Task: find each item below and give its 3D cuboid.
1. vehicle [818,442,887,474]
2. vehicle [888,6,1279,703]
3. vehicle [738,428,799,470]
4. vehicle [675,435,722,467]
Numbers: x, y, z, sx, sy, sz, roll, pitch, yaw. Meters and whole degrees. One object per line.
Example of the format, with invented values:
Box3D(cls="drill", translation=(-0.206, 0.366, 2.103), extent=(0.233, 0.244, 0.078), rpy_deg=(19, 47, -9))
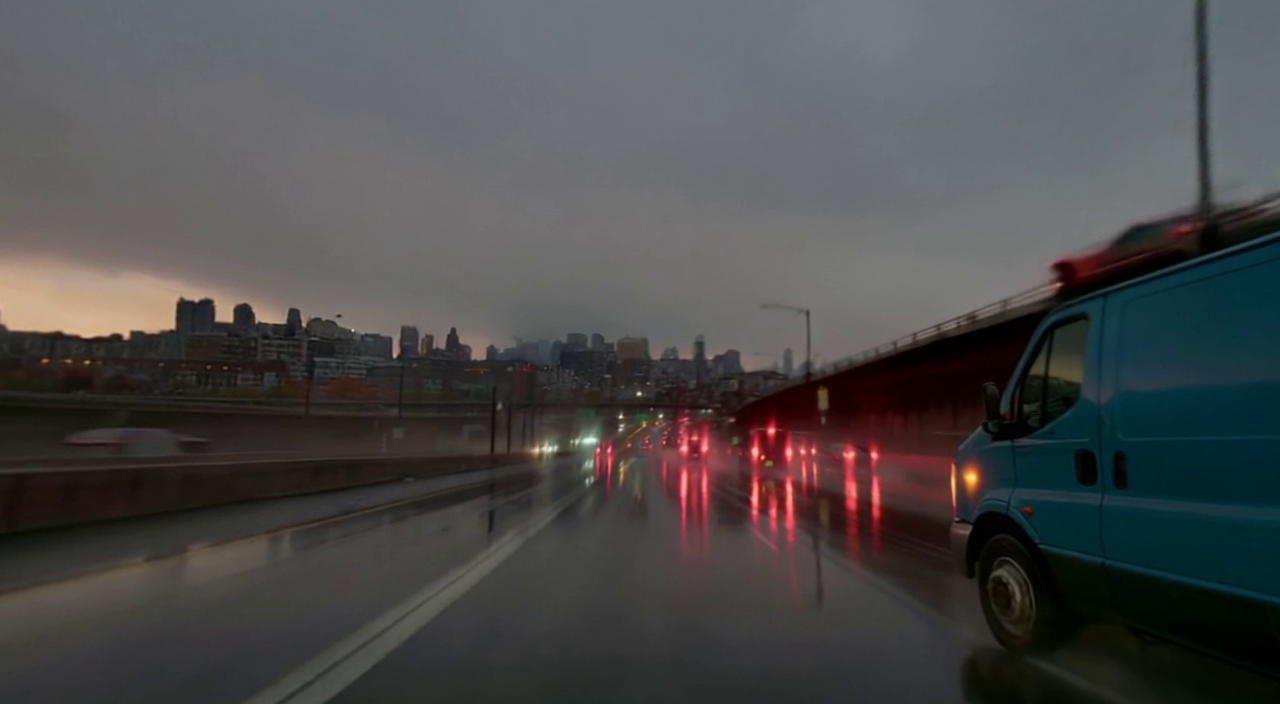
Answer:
Box3D(cls="vehicle", translation=(10.769, 5.403, 32.357), extent=(1.976, 1.474, 4.779), rpy_deg=(0, -9, 1))
Box3D(cls="vehicle", translation=(3.354, 0.162, 1.604), extent=(2.436, 2.745, 7.034), rpy_deg=(0, -8, -1))
Box3D(cls="vehicle", translation=(7.274, 5.580, 36.289), extent=(2.301, 2.203, 5.419), rpy_deg=(0, -8, -1))
Box3D(cls="vehicle", translation=(3.723, 6.480, 41.422), extent=(2.464, 1.961, 5.520), rpy_deg=(0, -8, -1))
